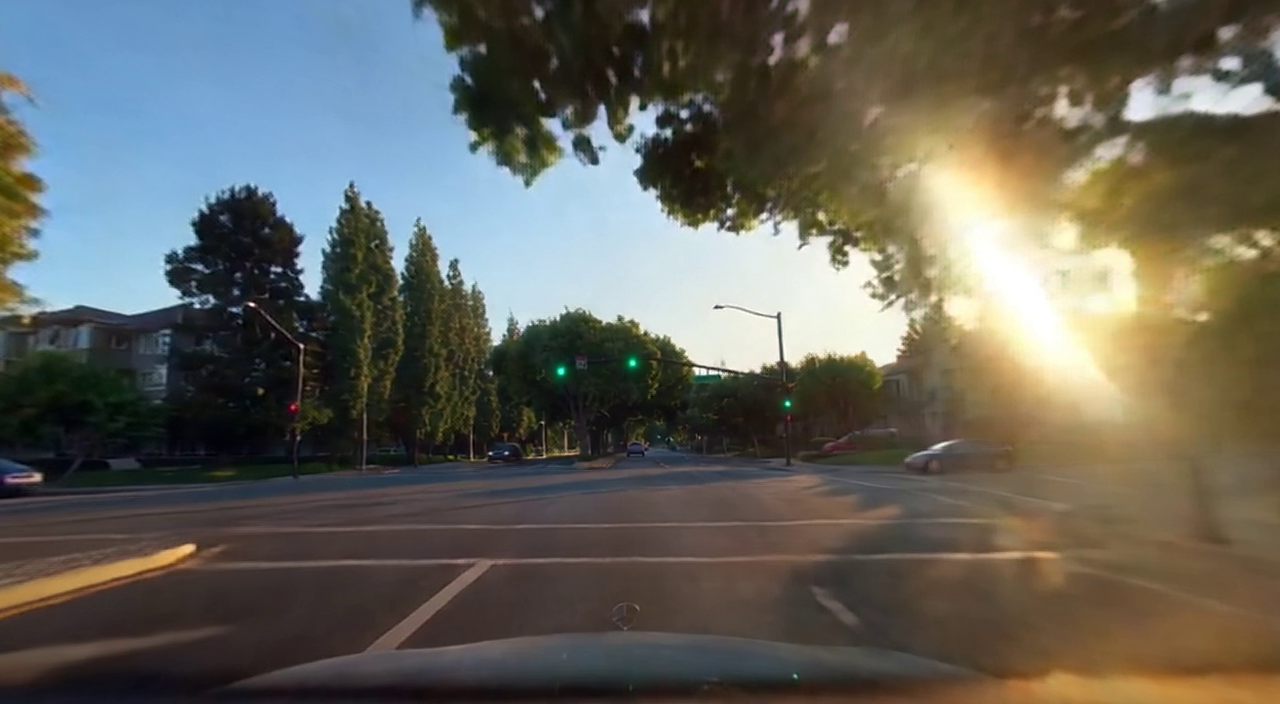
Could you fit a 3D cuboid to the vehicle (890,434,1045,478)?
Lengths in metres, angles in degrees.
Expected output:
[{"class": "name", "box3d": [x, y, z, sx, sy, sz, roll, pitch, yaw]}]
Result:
[{"class": "vehicle", "box3d": [12.061, 3.861, 23.505, 4.611, 1.505, 2.029, 0, -9, -1]}]
